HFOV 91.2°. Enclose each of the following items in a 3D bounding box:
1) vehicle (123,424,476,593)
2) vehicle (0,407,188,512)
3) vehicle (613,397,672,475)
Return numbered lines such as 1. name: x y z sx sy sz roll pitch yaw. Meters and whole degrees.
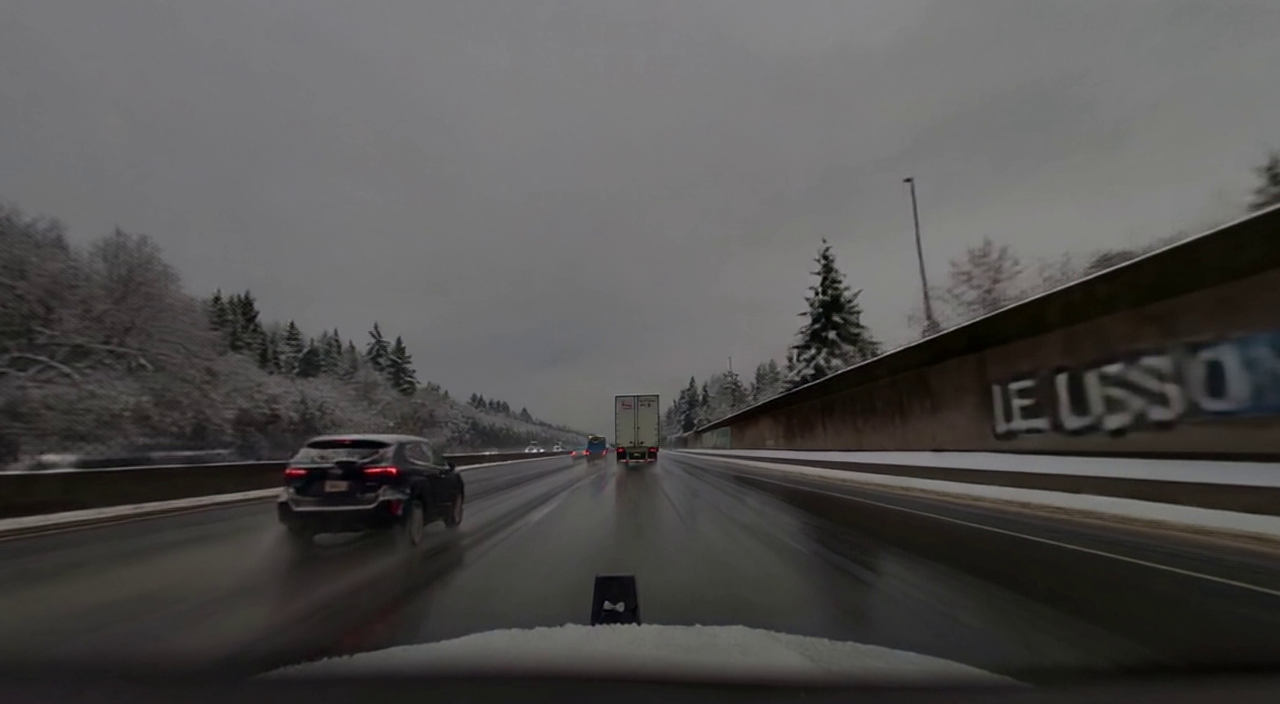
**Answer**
1. vehicle: -3.698 1.770 7.901 2.158 1.538 4.047 0 -9 0
2. vehicle: -15.682 2.861 16.900 2.268 2.338 6.379 0 -9 -1
3. vehicle: -0.051 5.167 37.782 3.042 4.023 10.832 0 -9 -2
